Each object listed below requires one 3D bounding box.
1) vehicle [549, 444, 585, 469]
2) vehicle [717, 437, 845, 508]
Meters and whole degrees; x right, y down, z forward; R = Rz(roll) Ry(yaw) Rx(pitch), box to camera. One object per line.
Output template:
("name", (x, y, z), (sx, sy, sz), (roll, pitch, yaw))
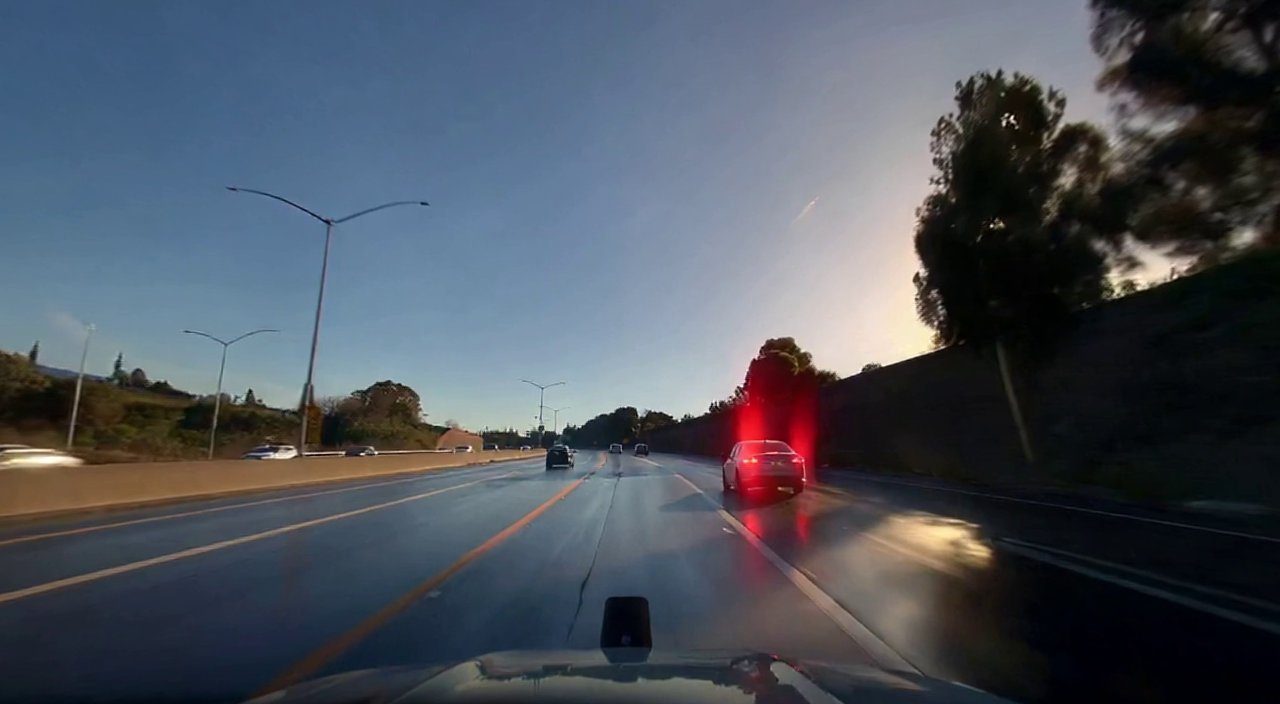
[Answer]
("vehicle", (-4.661, 6.736, 40.790), (2.014, 1.481, 4.156), (0, -8, -2))
("vehicle", (3.317, 2.932, 15.938), (2.030, 1.490, 4.737), (0, -8, -1))
